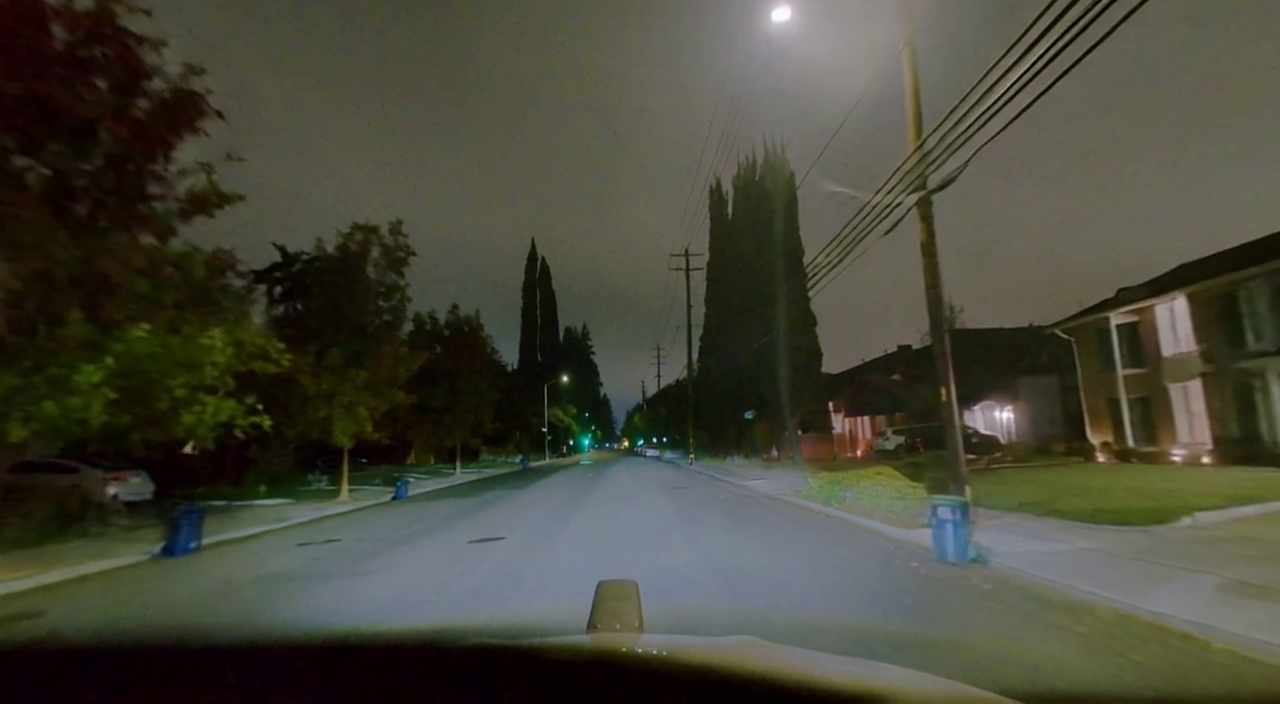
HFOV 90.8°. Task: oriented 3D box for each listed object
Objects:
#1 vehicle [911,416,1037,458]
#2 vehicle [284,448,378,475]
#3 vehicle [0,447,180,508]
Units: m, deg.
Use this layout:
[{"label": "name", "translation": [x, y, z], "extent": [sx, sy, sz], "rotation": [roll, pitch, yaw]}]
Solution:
[{"label": "vehicle", "translation": [15.058, 3.852, 28.674], "extent": [4.562, 1.832, 1.987], "rotation": [0, -8, -3]}, {"label": "vehicle", "translation": [-18.119, 6.398, 37.136], "extent": [4.519, 1.426, 1.903], "rotation": [8, -12, -42]}, {"label": "vehicle", "translation": [-15.002, 3.224, 16.591], "extent": [4.477, 1.449, 1.922], "rotation": [5, -10, -32]}]
